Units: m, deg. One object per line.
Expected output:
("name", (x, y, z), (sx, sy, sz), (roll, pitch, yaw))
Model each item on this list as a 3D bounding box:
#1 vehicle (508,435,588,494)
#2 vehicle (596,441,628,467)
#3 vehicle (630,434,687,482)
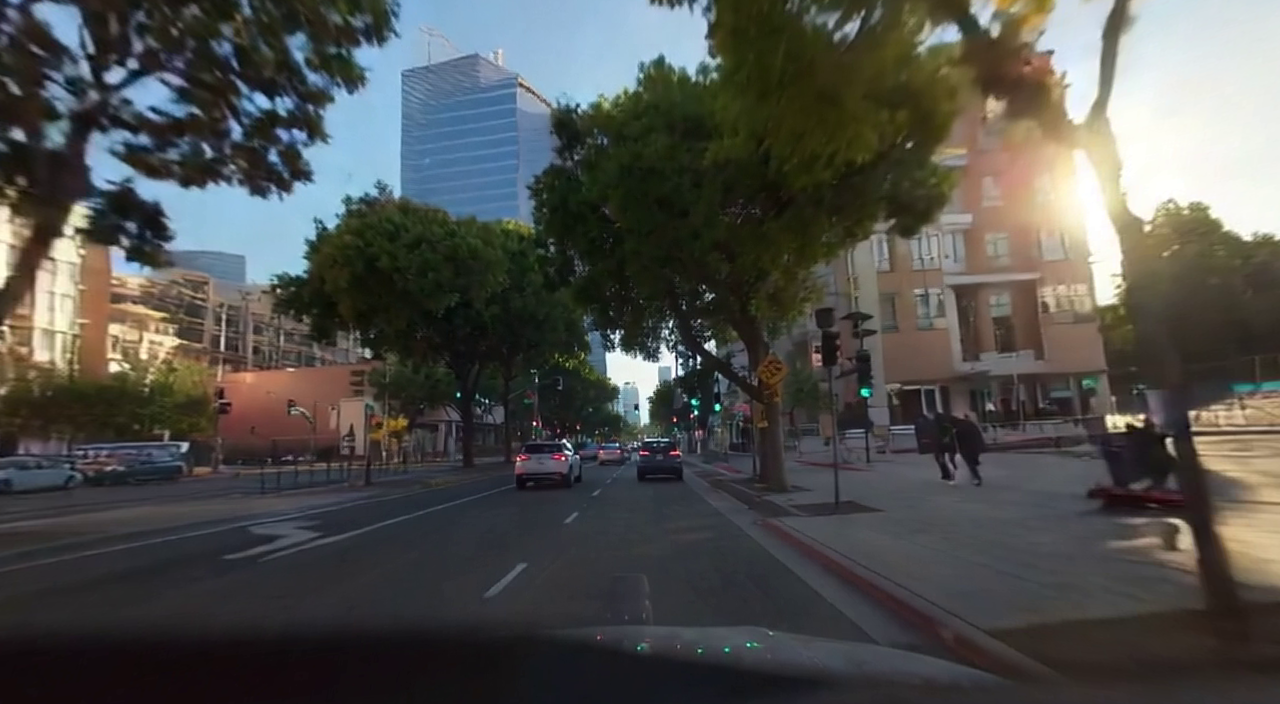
("vehicle", (-2.906, 3.625, 20.681), (1.940, 1.722, 3.823), (0, -8, 2))
("vehicle", (-2.107, 7.801, 48.409), (2.220, 1.847, 4.587), (0, -8, 0))
("vehicle", (0.697, 4.239, 25.415), (2.120, 1.758, 3.917), (0, -8, 1))
